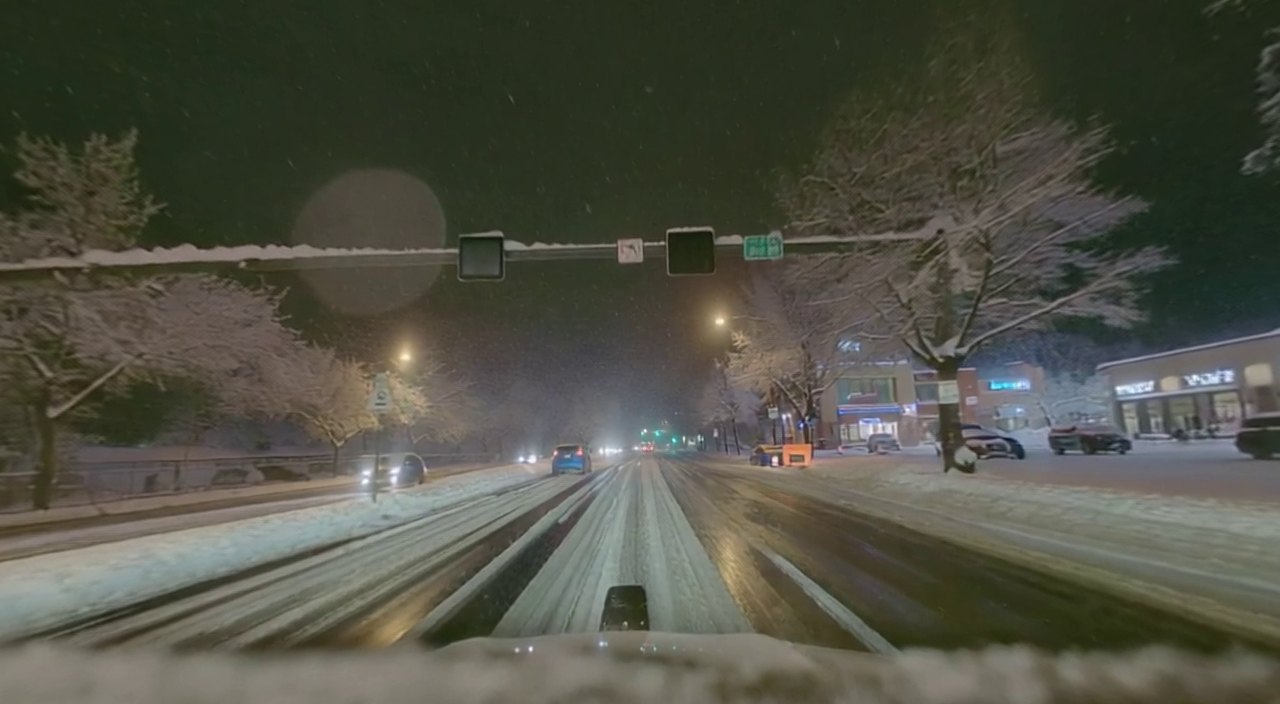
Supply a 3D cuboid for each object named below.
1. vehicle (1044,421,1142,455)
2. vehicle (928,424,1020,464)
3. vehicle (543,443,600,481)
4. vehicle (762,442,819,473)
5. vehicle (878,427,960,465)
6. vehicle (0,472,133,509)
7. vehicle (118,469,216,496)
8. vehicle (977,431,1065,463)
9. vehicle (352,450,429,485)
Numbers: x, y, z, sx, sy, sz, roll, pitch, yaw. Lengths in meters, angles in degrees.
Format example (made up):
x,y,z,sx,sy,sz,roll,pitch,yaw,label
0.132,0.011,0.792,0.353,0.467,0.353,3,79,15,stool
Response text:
x,y,z,sx,sy,sz,roll,pitch,yaw,label
25.845,4.969,36.208,2.043,1.803,4.774,-1,-8,0,vehicle
16.126,4.475,30.695,1.984,1.774,4.406,0,-8,-1,vehicle
-2.788,4.576,26.598,1.926,1.442,4.231,0,-8,0,vehicle
7.472,5.242,31.600,1.799,1.399,4.317,-1,-8,0,vehicle
13.588,4.633,31.026,1.916,1.683,4.516,0,-8,-1,vehicle
-30.134,7.271,33.357,5.077,1.411,1.808,3,-11,-39,vehicle
-30.235,8.313,40.385,4.708,1.457,1.821,8,-12,-43,vehicle
18.284,4.590,30.473,1.881,1.443,3.882,-1,-8,2,vehicle
-11.986,5.548,30.613,1.917,1.495,4.309,-1,-8,1,vehicle
